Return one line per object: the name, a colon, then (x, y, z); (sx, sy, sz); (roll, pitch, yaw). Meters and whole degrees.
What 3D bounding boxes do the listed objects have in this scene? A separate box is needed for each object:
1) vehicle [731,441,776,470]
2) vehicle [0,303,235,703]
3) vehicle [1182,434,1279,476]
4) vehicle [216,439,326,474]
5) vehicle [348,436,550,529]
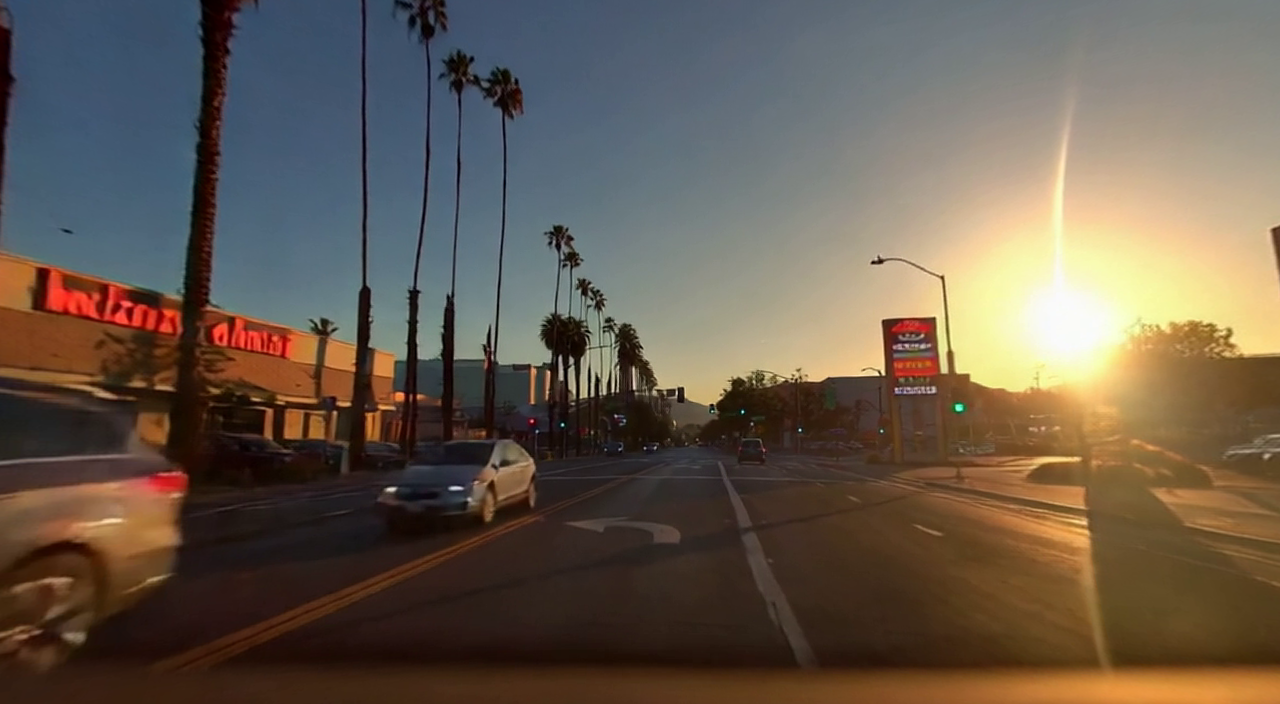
vehicle: (6.194, 5.699, 34.905); (2.065, 1.507, 4.225); (-1, -9, 5)
vehicle: (-4.431, 0.582, 1.704); (2.551, 1.995, 5.615); (-1, -9, 5)
vehicle: (24.242, 3.947, 24.178); (2.028, 1.556, 4.625); (4, -9, -25)
vehicle: (-17.687, 5.028, 30.305); (4.077, 1.597, 1.945); (0, -9, 4)
vehicle: (-3.492, 2.495, 12.767); (2.090, 1.489, 4.909); (-1, -9, 6)
